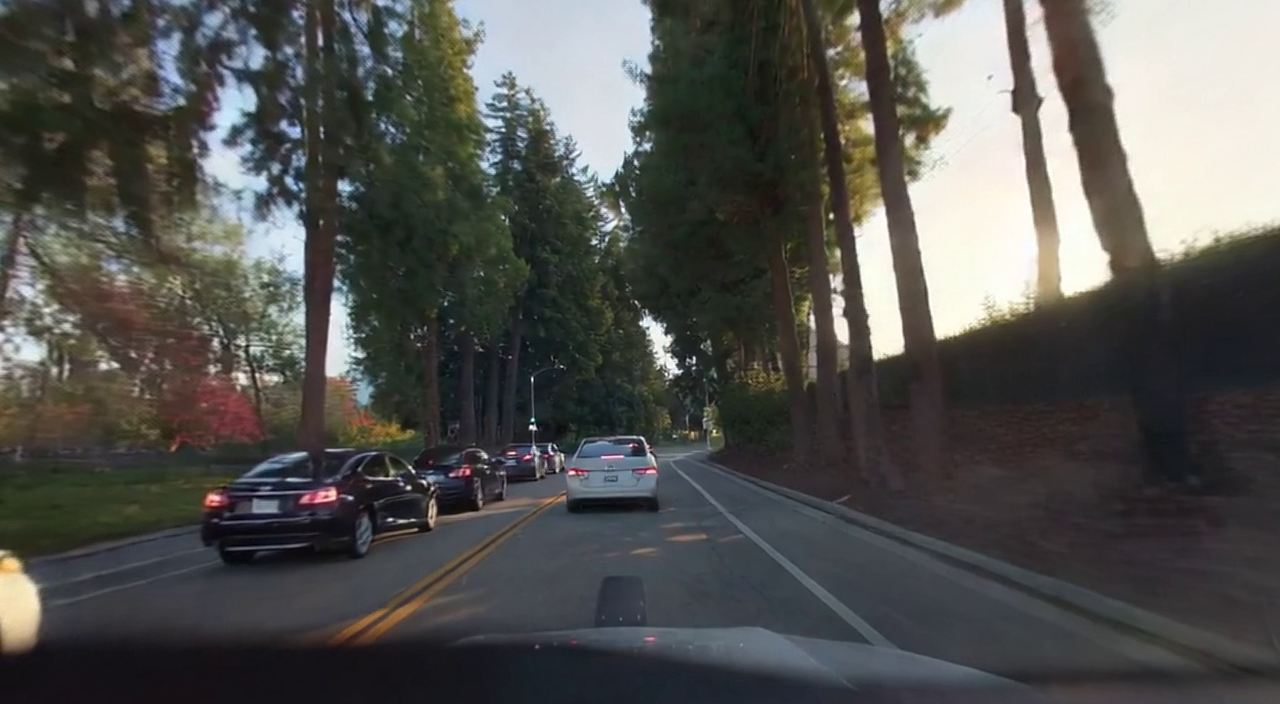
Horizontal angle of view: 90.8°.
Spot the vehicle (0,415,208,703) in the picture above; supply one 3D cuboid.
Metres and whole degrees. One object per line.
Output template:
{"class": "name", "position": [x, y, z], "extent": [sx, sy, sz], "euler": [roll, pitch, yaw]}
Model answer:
{"class": "vehicle", "position": [-3.907, 0.868, 1.794], "extent": [1.968, 1.459, 4.734], "euler": [0, -8, 1]}

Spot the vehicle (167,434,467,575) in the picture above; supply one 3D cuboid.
{"class": "vehicle", "position": [-3.847, 1.848, 8.515], "extent": [1.784, 1.408, 4.141], "euler": [0, -8, 1]}

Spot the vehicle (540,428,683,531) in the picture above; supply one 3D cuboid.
{"class": "vehicle", "position": [-0.460, 2.203, 11.538], "extent": [2.127, 1.517, 4.090], "euler": [0, -8, -1]}
